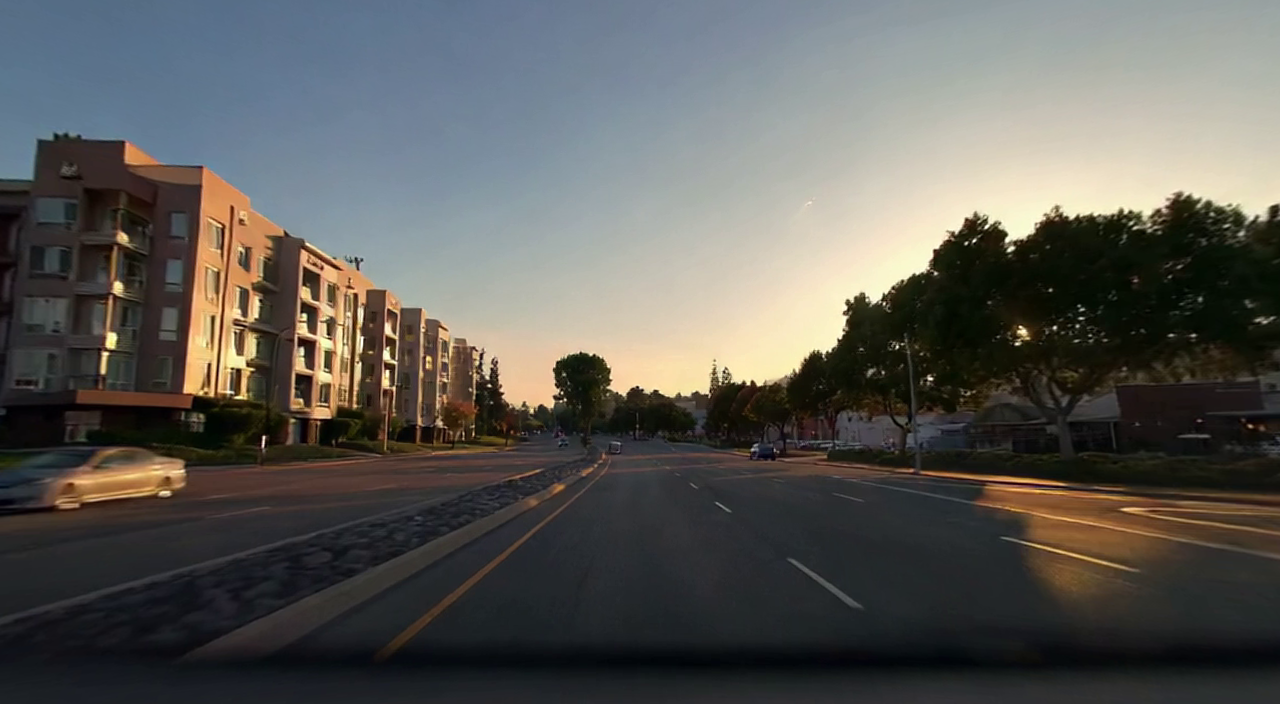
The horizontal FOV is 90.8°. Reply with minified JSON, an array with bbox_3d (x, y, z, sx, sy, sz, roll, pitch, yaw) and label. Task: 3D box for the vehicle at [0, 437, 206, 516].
[{"bbox_3d":[-13.524,2.977,15.644,2.279,1.650,4.524,0,-8,0],"label":"vehicle"}]
